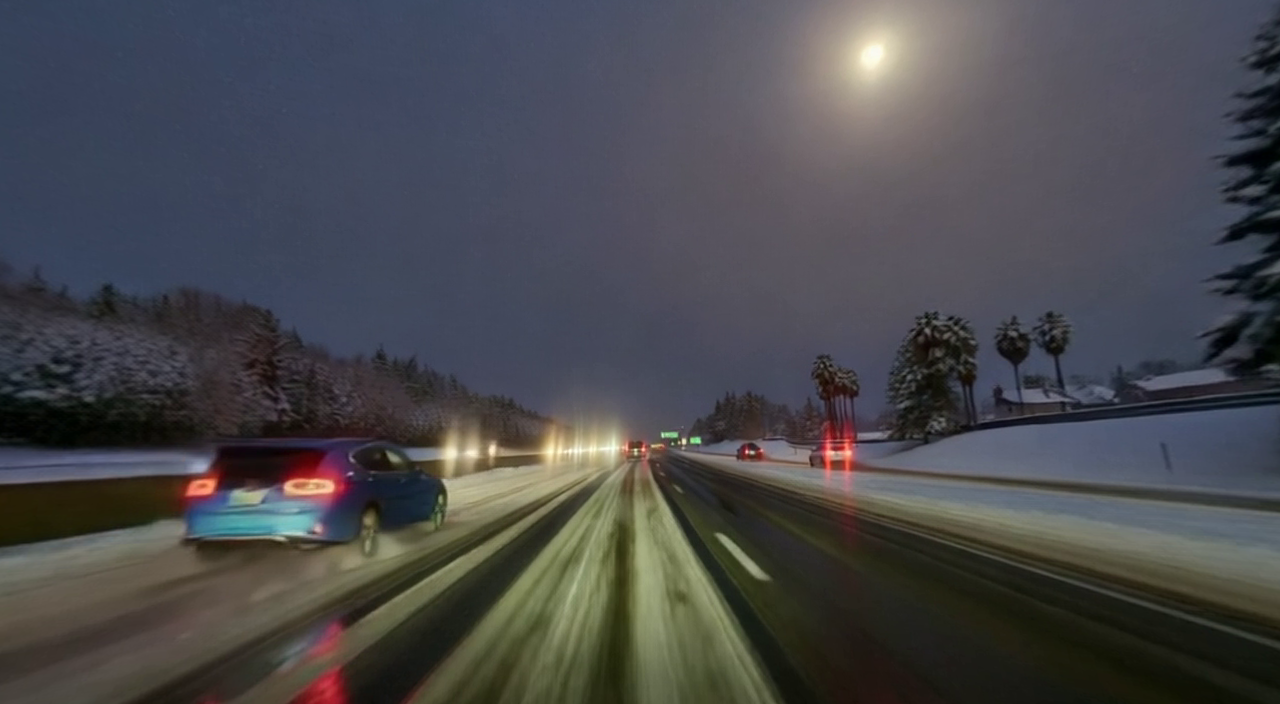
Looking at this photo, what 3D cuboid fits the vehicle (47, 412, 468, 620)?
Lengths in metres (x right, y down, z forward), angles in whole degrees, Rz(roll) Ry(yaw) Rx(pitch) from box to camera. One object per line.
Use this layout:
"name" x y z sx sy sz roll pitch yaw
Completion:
"vehicle" -3.647 1.640 7.356 1.996 1.617 4.637 0 -9 0
